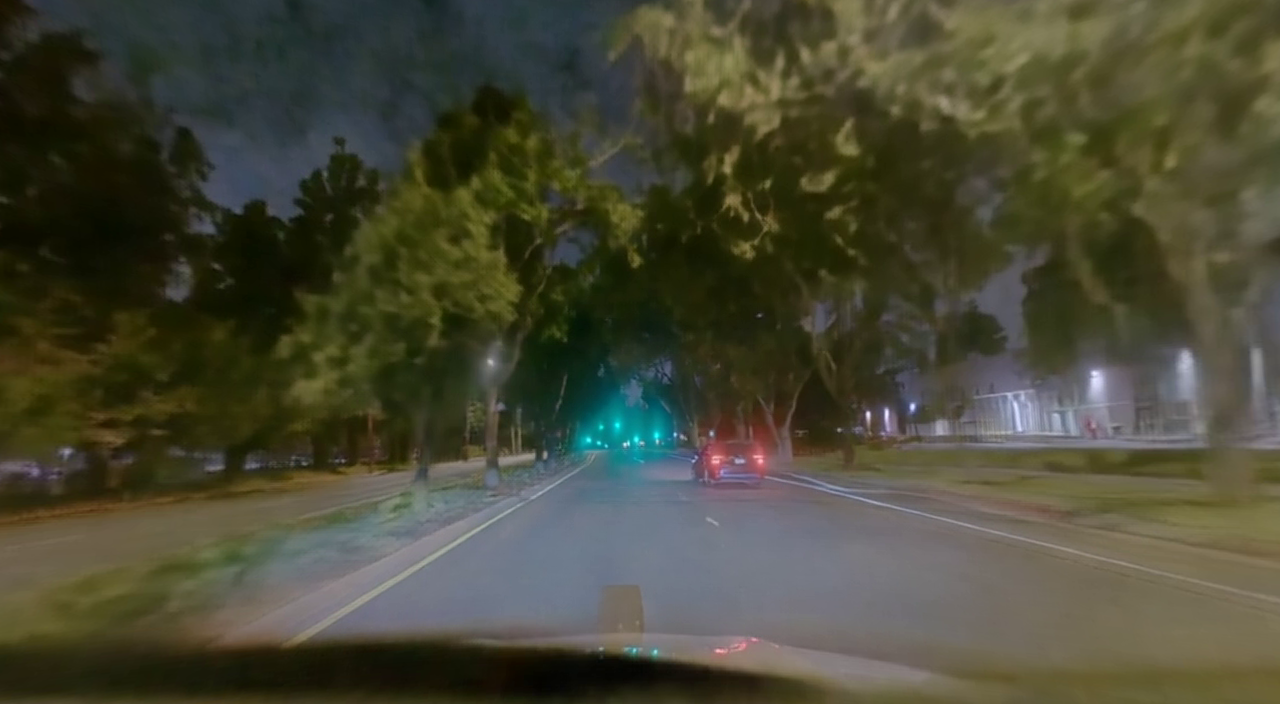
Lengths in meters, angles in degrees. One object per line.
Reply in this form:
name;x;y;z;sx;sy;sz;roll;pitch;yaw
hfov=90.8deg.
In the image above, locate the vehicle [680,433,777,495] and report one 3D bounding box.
vehicle;2.358;3.142;18.041;1.985;1.529;4.316;0;-9;-3
